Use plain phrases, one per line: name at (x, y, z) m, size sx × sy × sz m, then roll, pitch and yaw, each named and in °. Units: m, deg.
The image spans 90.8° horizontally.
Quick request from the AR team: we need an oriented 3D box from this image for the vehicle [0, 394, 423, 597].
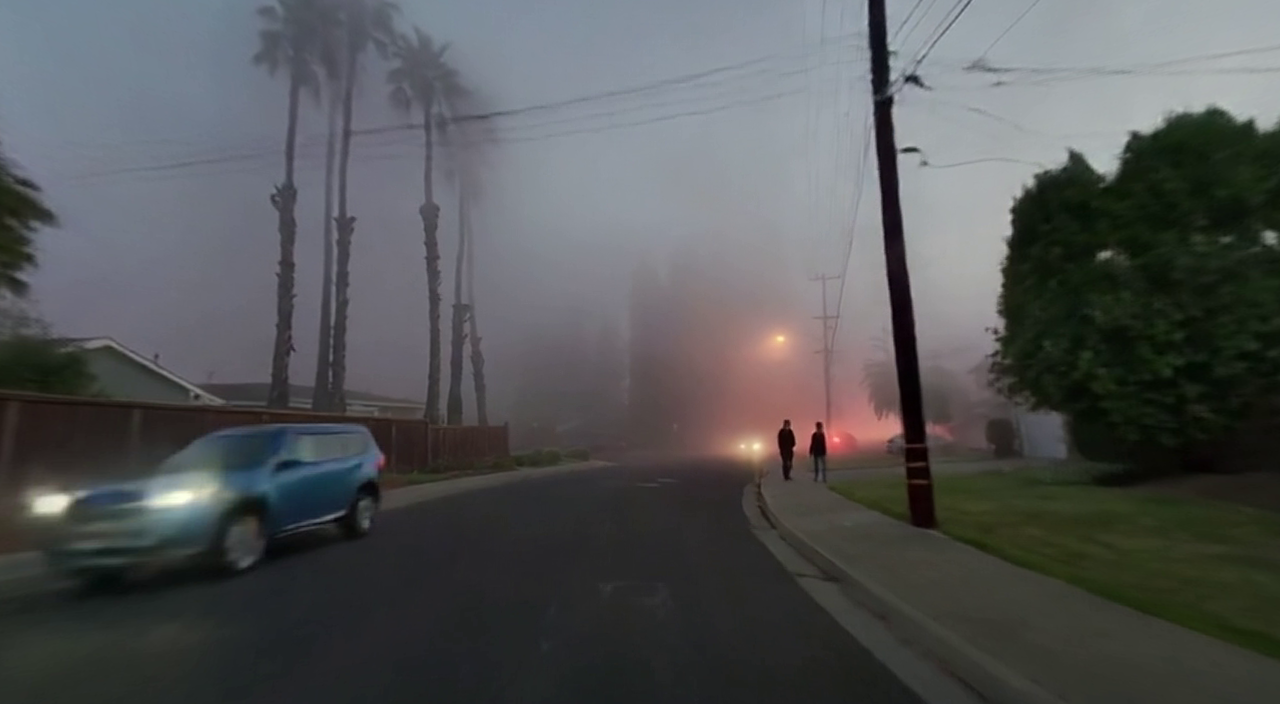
vehicle at (-4.777, 1.594, 7.917) m, size 2.208 × 1.758 × 4.529 m, roll -1°, pitch -8°, yaw 4°
